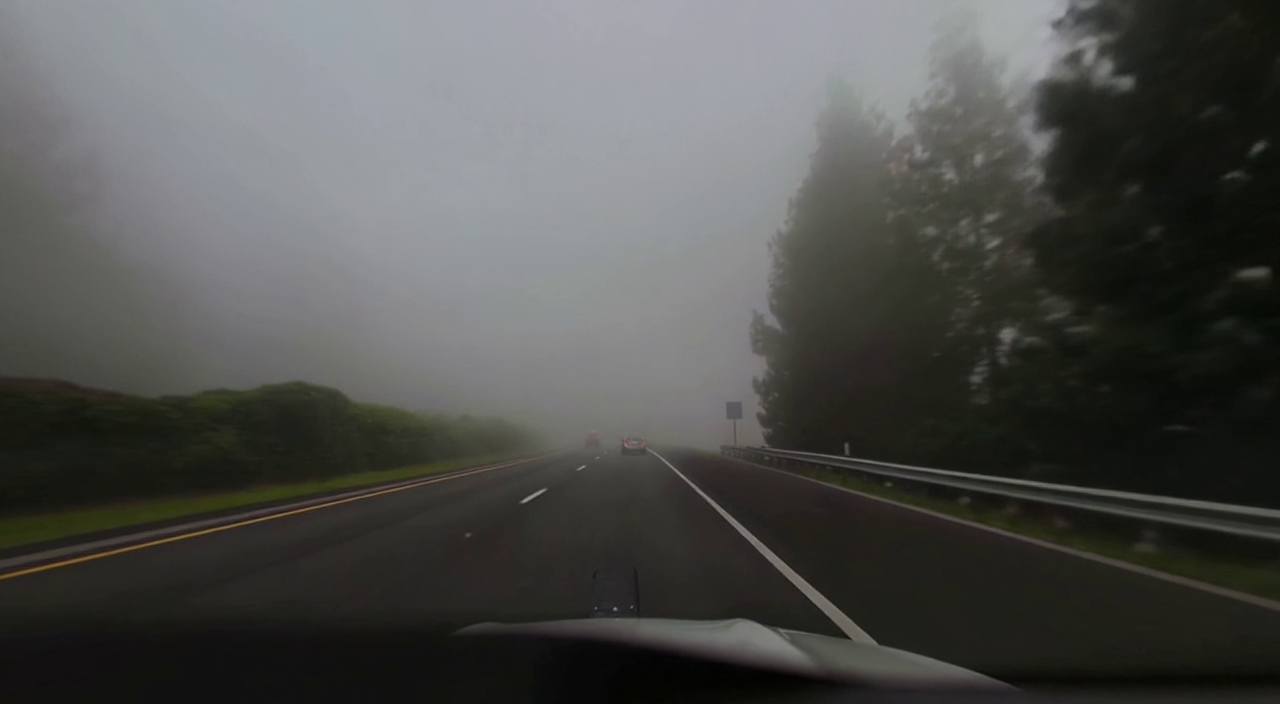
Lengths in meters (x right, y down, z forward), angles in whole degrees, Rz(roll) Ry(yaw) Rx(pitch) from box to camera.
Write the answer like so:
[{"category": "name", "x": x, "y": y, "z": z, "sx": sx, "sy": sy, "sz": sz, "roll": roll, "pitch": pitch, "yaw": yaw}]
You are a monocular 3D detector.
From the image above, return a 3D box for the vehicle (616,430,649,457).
[{"category": "vehicle", "x": -0.481, "y": 5.900, "z": 40.773, "sx": 2.041, "sy": 1.618, "sz": 3.898, "roll": 0, "pitch": -8, "yaw": -1}]
